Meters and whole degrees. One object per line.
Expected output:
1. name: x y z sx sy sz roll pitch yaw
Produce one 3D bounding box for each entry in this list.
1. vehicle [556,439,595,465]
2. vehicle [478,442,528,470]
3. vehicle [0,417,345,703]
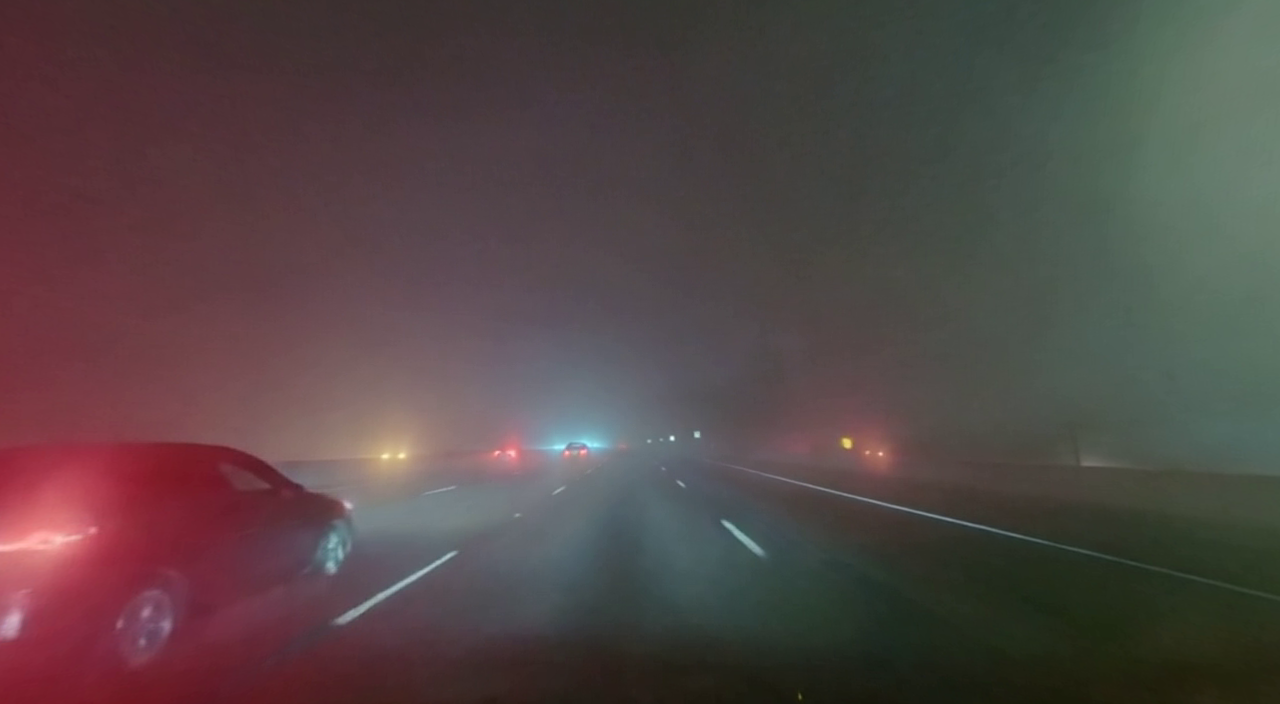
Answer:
1. vehicle: -4.388 6.897 43.576 2.200 1.662 5.091 0 -8 0
2. vehicle: -8.060 6.140 37.476 1.924 1.519 4.791 0 -8 0
3. vehicle: -4.040 1.207 3.996 2.044 1.479 4.745 0 -8 0
